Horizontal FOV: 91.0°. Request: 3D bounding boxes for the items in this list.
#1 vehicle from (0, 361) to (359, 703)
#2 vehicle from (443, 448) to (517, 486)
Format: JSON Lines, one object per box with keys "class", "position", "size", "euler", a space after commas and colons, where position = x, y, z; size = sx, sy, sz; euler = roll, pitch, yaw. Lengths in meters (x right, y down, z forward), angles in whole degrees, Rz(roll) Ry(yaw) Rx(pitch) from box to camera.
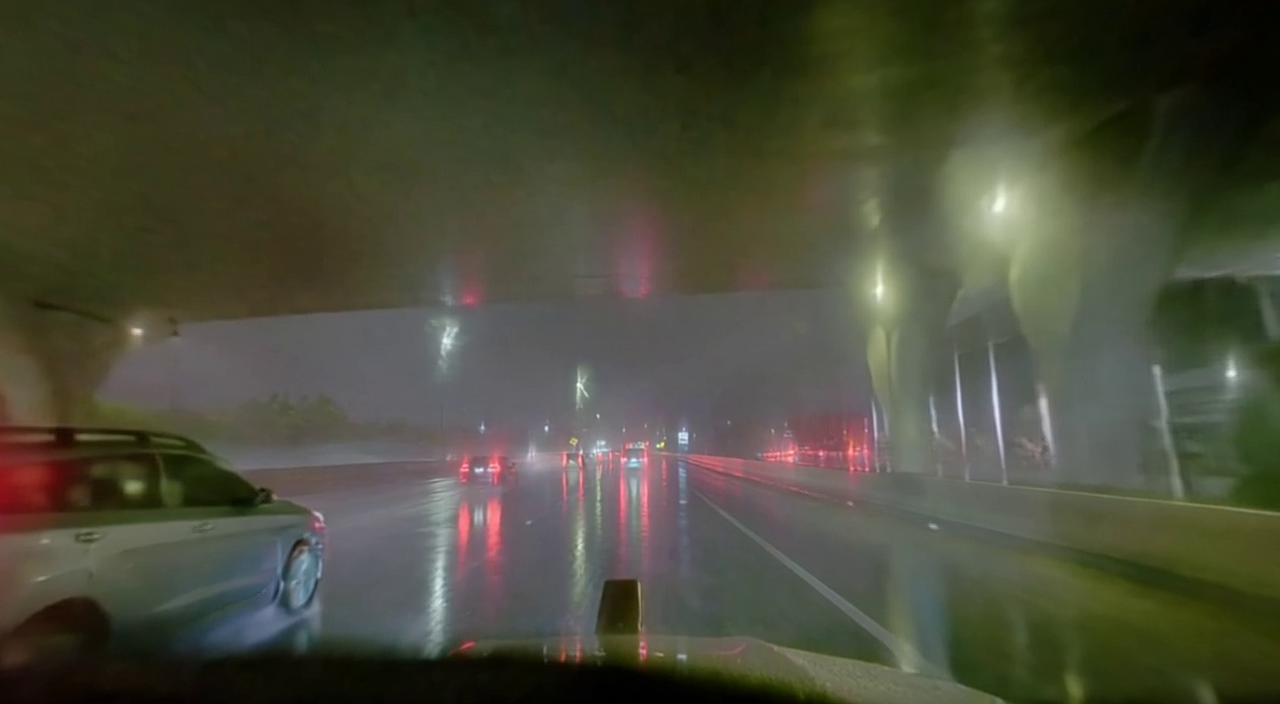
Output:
{"class": "vehicle", "position": [-3.792, 1.081, 3.808], "size": [2.059, 1.725, 4.521], "euler": [0, -9, 0]}
{"class": "vehicle", "position": [-7.203, 5.215, 28.921], "size": [1.998, 1.542, 4.953], "euler": [0, -9, 1]}
